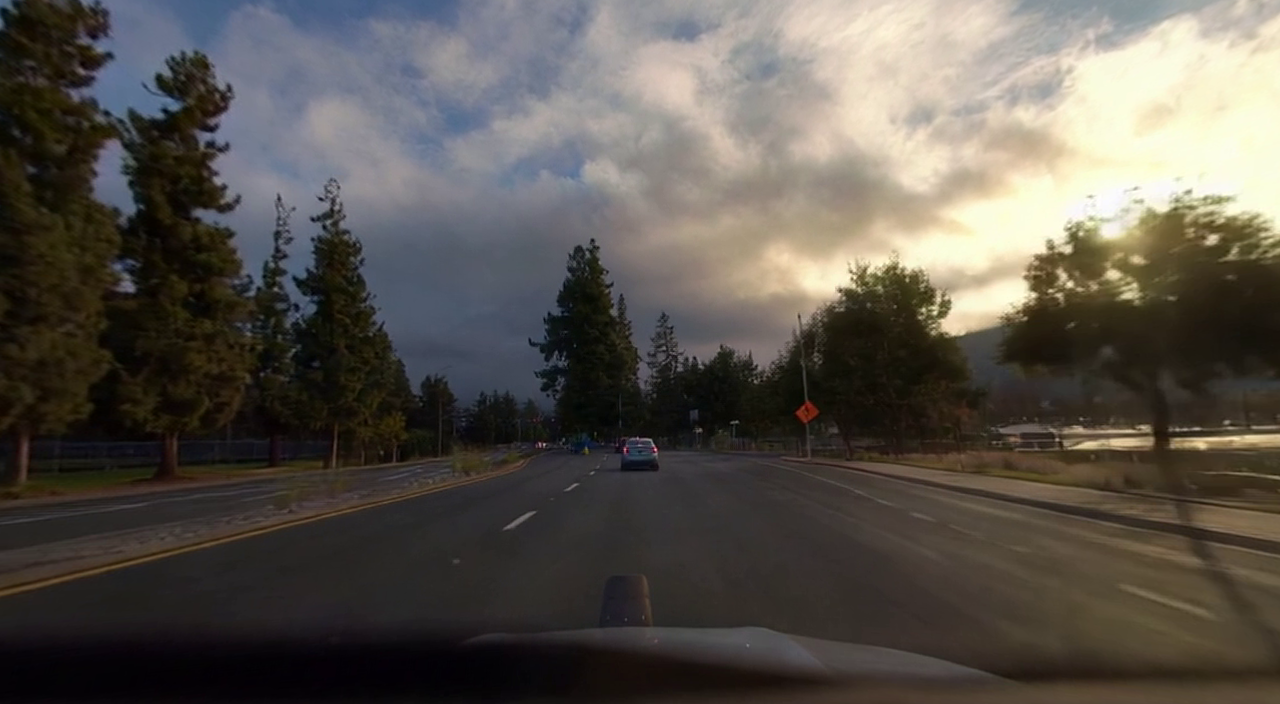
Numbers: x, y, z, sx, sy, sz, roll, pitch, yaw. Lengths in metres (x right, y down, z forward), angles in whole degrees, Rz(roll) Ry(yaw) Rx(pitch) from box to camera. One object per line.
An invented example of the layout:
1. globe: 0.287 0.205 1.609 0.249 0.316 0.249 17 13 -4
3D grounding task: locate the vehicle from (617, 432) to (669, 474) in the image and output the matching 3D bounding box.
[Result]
1. vehicle: 0.064 4.422 27.771 2.135 1.691 3.884 0 -9 -2
